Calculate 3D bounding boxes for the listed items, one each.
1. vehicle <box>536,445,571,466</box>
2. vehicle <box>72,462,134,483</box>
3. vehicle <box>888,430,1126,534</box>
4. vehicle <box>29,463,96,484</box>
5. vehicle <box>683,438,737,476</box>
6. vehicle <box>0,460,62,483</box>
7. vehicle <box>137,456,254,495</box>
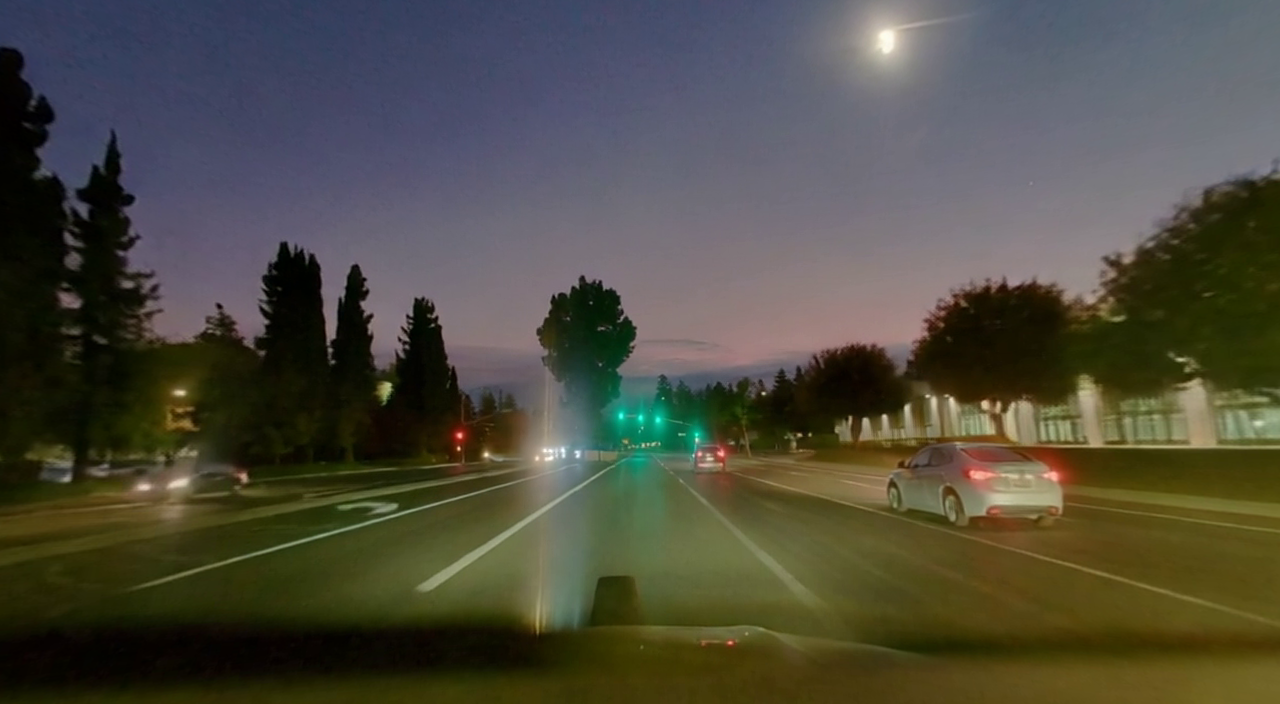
[{"bbox_3d":[-6.550,7.836,47.988,1.970,1.483,4.269,0,-9,1],"label":"vehicle"},{"bbox_3d":[-41.096,9.214,48.419,1.640,1.377,3.557,0,-9,-1],"label":"vehicle"},{"bbox_3d":[6.653,2.383,12.179,2.000,1.618,4.238,0,-9,0],"label":"vehicle"},{"bbox_3d":[-43.999,9.243,48.215,1.702,1.416,3.637,0,-9,-2],"label":"vehicle"},{"bbox_3d":[3.458,5.297,32.198,2.095,1.759,4.862,0,-9,-1],"label":"vehicle"},{"bbox_3d":[-46.866,9.121,48.299,1.703,1.544,3.745,0,-9,-1],"label":"vehicle"},{"bbox_3d":[-20.578,5.708,29.543,1.950,1.604,4.756,0,-9,1],"label":"vehicle"}]
